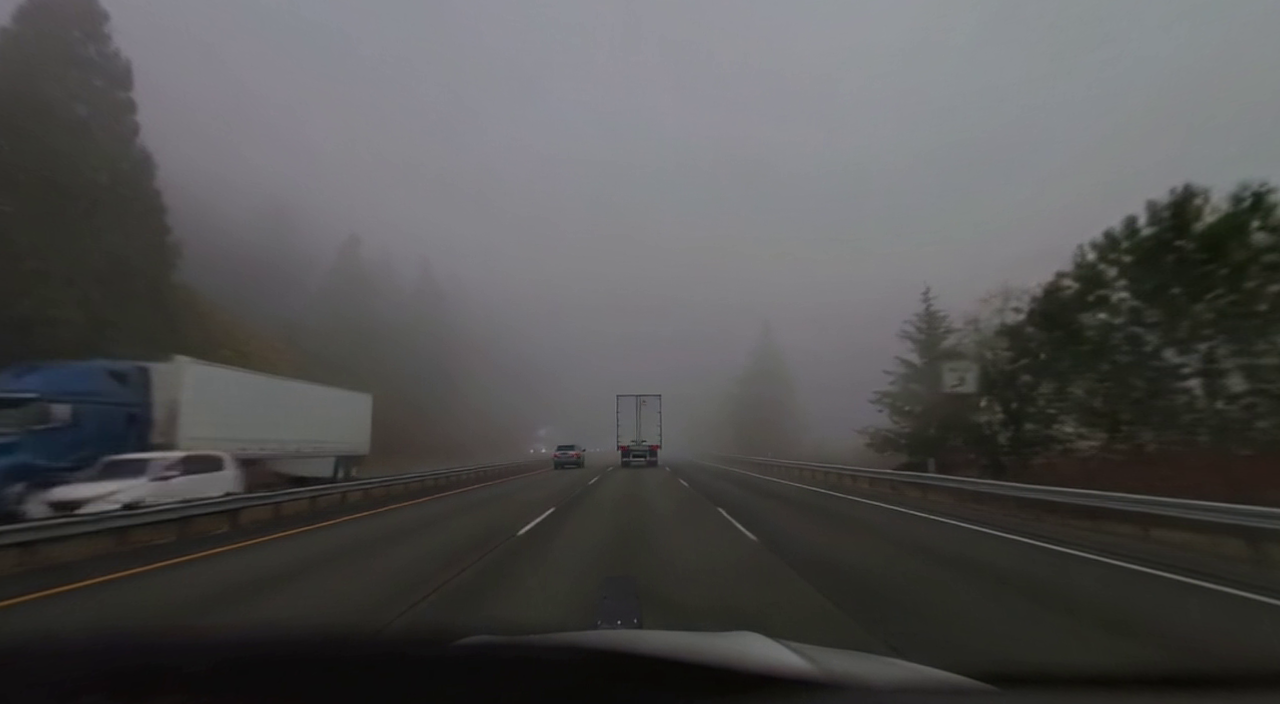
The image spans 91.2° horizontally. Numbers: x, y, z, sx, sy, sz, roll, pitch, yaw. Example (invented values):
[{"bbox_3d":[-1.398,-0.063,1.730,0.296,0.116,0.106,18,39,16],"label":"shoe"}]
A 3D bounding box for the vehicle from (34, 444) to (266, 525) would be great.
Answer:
[{"bbox_3d":[-10.392,2.796,13.766,1.880,1.491,3.942,0,-9,0],"label":"vehicle"}]

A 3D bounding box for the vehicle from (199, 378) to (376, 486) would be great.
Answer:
[{"bbox_3d":[-15.033,3.626,27.837,2.883,4.057,8.315,0,-9,0],"label":"vehicle"}]

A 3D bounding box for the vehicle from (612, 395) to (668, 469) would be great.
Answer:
[{"bbox_3d":[-0.057,5.242,40.273,3.100,4.091,10.664,0,-9,0],"label":"vehicle"}]

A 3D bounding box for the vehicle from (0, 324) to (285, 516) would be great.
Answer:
[{"bbox_3d":[-15.071,2.204,18.455,3.032,4.087,10.407,0,-9,0],"label":"vehicle"}]

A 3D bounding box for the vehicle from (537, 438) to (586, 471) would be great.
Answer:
[{"bbox_3d":[-4.183,5.547,33.930,2.112,1.645,4.129,0,-9,0],"label":"vehicle"}]
